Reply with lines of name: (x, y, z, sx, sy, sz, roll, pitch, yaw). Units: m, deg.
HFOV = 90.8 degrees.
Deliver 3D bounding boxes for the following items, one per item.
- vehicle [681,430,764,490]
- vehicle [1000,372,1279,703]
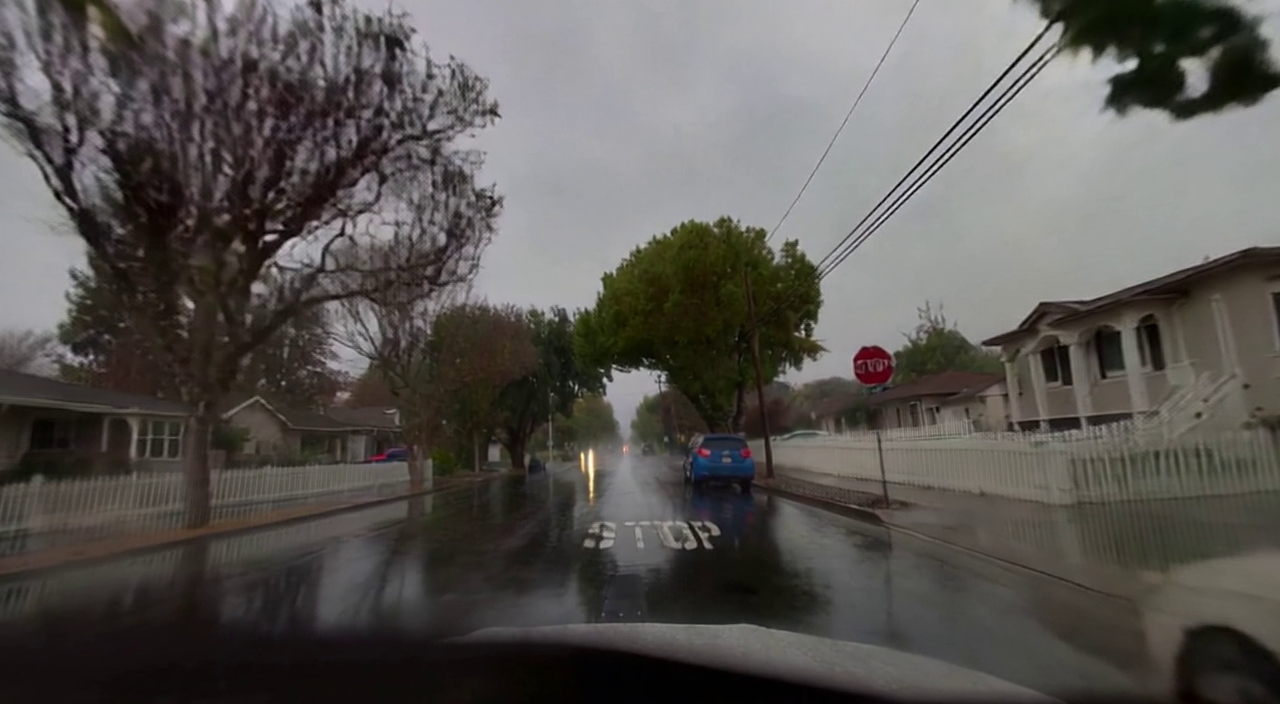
vehicle: (2.693, 3.671, 21.810, 2.126, 1.795, 4.751, 0, -9, -1)
vehicle: (3.004, 0.679, 0.916, 2.185, 1.513, 4.524, 0, -9, -2)
